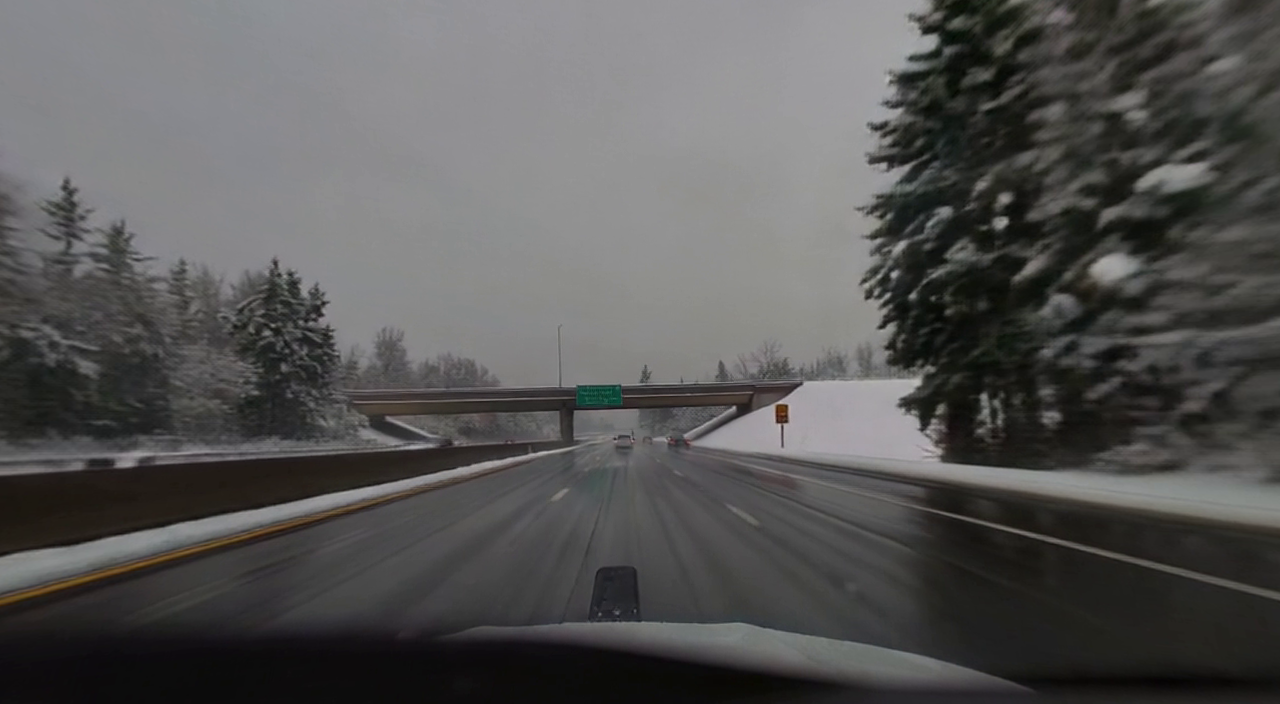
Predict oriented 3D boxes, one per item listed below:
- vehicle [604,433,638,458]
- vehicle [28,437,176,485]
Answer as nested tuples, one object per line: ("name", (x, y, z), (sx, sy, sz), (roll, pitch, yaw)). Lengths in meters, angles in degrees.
("vehicle", (-1.142, 5.638, 38.198), (1.987, 1.440, 3.565), (0, -8, -2))
("vehicle", (-17.706, 3.553, 21.009), (1.736, 1.438, 3.687), (0, -8, -2))
